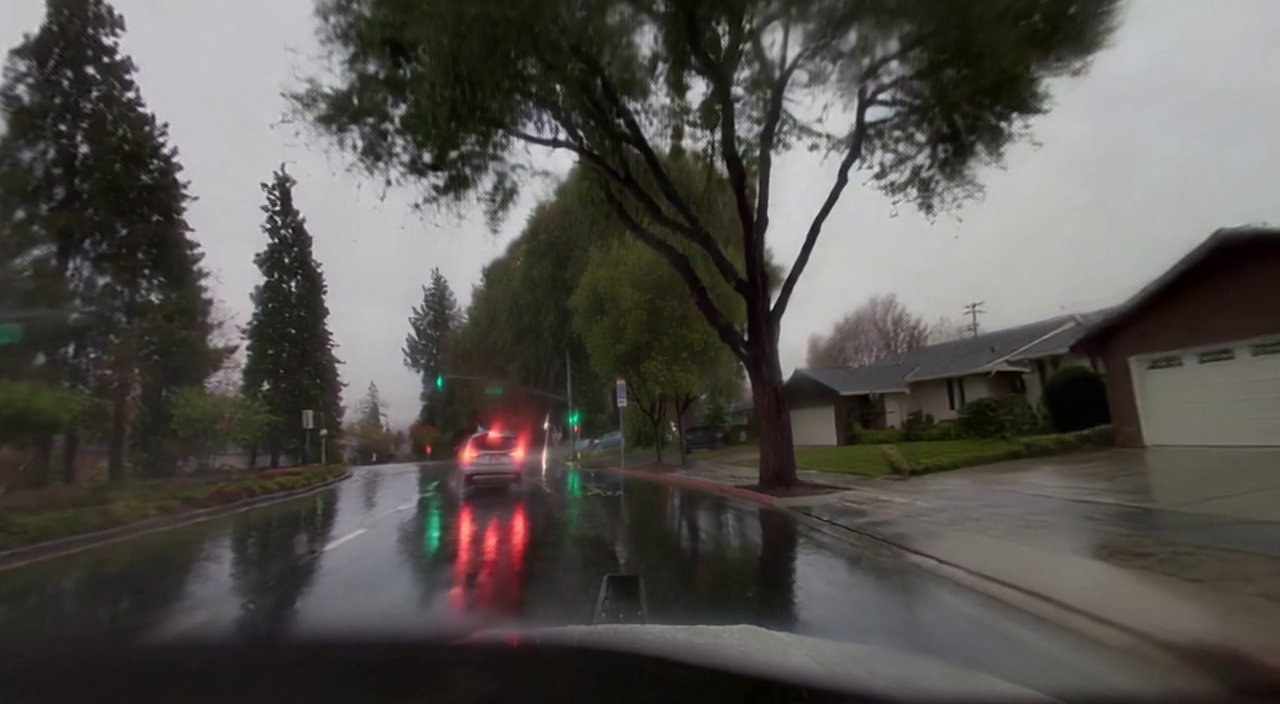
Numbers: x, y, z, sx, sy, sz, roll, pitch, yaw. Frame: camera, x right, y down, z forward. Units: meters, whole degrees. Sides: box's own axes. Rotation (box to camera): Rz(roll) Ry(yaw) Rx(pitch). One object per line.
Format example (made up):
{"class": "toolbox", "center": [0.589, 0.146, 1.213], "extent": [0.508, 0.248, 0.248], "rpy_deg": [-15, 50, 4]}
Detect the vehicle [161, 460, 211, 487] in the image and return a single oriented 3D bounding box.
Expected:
{"class": "vehicle", "center": [-31.798, 8.455, 44.366], "extent": [1.943, 1.677, 4.176], "rpy_deg": [3, -9, -23]}

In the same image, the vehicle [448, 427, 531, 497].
{"class": "vehicle", "center": [-4.250, 3.054, 17.898], "extent": [1.990, 1.707, 4.225], "rpy_deg": [2, -9, -13]}

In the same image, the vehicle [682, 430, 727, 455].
{"class": "vehicle", "center": [4.063, 5.800, 40.504], "extent": [1.911, 1.516, 4.251], "rpy_deg": [1, -9, -8]}
